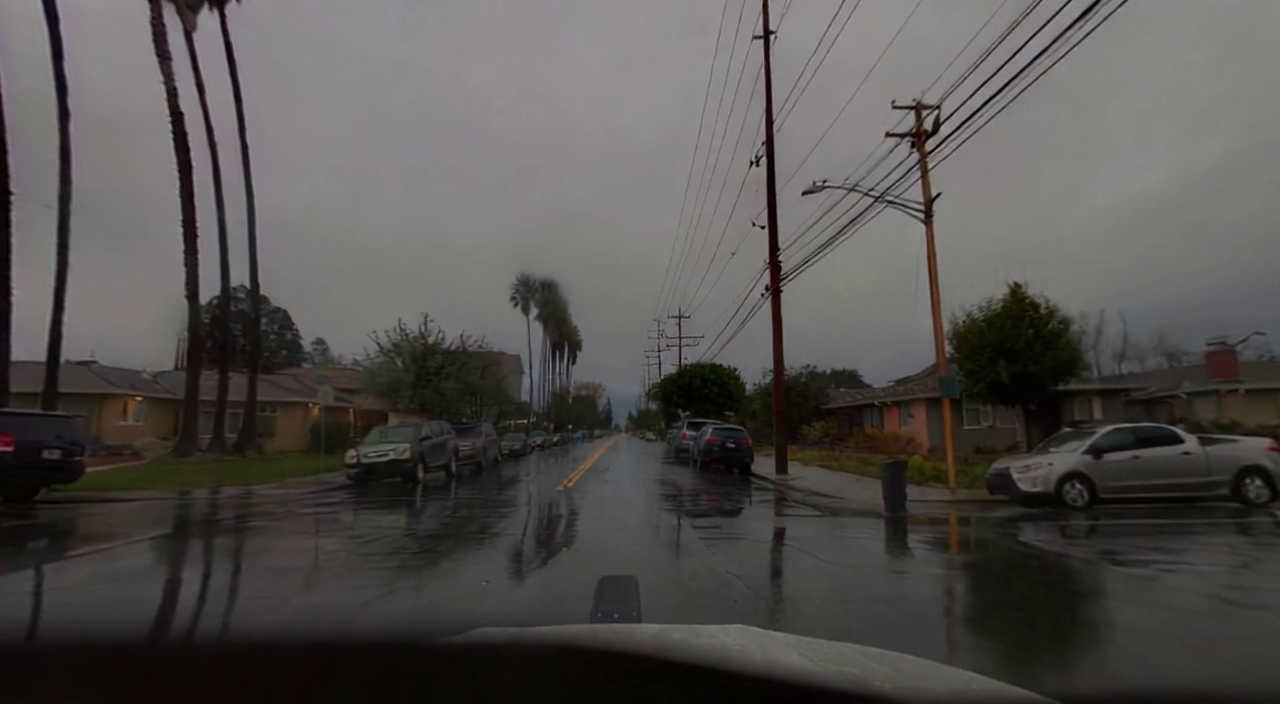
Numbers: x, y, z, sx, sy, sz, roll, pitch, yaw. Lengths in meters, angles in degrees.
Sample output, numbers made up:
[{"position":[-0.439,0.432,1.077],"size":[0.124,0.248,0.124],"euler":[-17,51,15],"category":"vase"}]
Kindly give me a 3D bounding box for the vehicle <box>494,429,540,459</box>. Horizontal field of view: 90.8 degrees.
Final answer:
[{"position":[-8.023,6.066,41.686],"size":[2.178,1.865,4.658],"euler":[0,-9,-2],"category":"vehicle"}]

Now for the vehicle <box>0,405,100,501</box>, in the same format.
[{"position":[-14.815,2.097,12.553],"size":[5.847,1.766,2.392],"euler":[-1,-8,-3],"category":"vehicle"}]

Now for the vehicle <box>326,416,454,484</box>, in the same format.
[{"position":[-7.027,2.838,18.372],"size":[2.198,1.724,4.493],"euler":[1,-9,-5],"category":"vehicle"}]

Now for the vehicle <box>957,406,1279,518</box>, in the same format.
[{"position":[10.249,2.234,13.186],"size":[5.971,1.967,2.385],"euler":[-1,-9,-5],"category":"vehicle"}]

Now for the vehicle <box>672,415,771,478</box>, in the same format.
[{"position":[2.626,3.313,22.194],"size":[2.505,1.895,5.805],"euler":[1,-9,-2],"category":"vehicle"}]
